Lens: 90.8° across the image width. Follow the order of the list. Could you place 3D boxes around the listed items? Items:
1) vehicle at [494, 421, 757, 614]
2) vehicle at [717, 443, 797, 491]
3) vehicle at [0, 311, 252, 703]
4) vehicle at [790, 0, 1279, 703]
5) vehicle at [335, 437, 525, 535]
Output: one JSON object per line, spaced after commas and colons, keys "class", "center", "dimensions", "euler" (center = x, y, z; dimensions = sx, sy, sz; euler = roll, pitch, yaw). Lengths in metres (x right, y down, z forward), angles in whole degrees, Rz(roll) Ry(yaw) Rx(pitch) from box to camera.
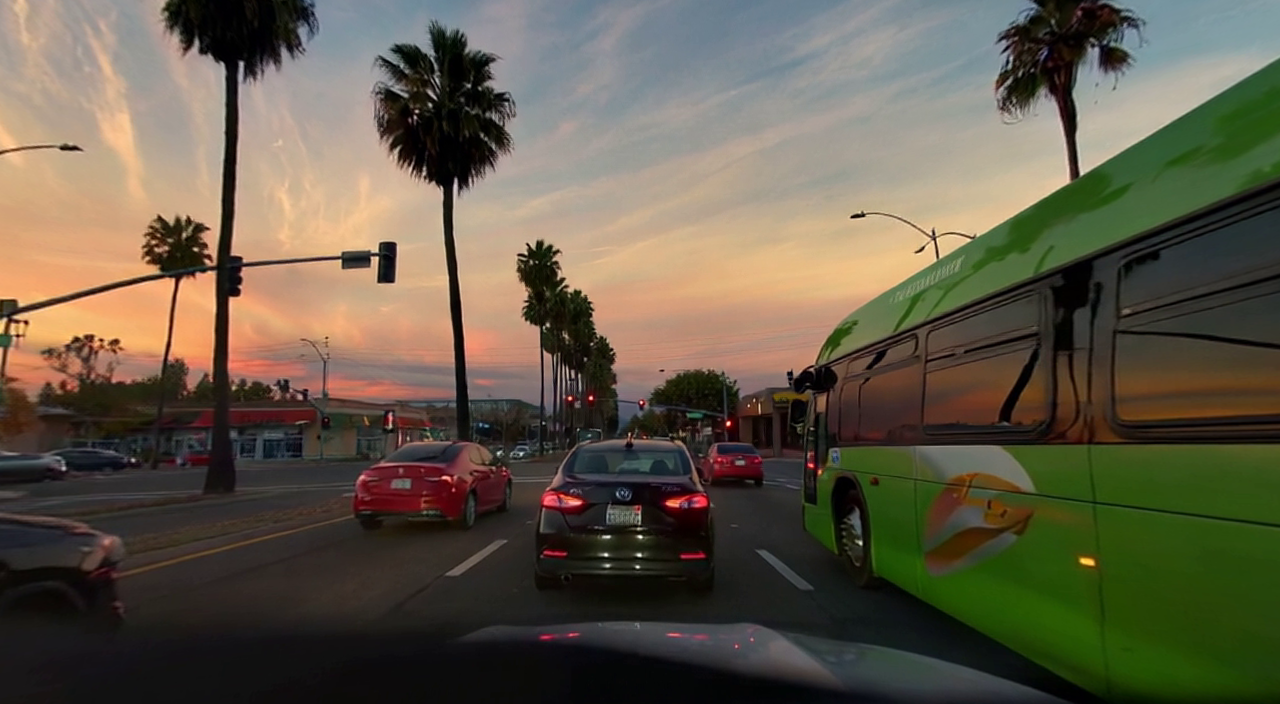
{"class": "vehicle", "center": [-0.130, 1.594, 6.960], "dimensions": [2.060, 1.499, 3.831], "euler": [0, -9, -1]}
{"class": "vehicle", "center": [3.928, 3.938, 22.020], "dimensions": [1.989, 1.467, 4.364], "euler": [0, -9, 0]}
{"class": "vehicle", "center": [-3.546, 0.609, 1.349], "dimensions": [2.145, 1.824, 4.974], "euler": [0, -9, 2]}
{"class": "vehicle", "center": [3.602, -0.328, 2.053], "dimensions": [3.068, 4.026, 13.534], "euler": [0, -9, 1]}
{"class": "vehicle", "center": [-3.490, 2.300, 11.461], "dimensions": [1.919, 1.415, 4.178], "euler": [0, -9, 2]}
